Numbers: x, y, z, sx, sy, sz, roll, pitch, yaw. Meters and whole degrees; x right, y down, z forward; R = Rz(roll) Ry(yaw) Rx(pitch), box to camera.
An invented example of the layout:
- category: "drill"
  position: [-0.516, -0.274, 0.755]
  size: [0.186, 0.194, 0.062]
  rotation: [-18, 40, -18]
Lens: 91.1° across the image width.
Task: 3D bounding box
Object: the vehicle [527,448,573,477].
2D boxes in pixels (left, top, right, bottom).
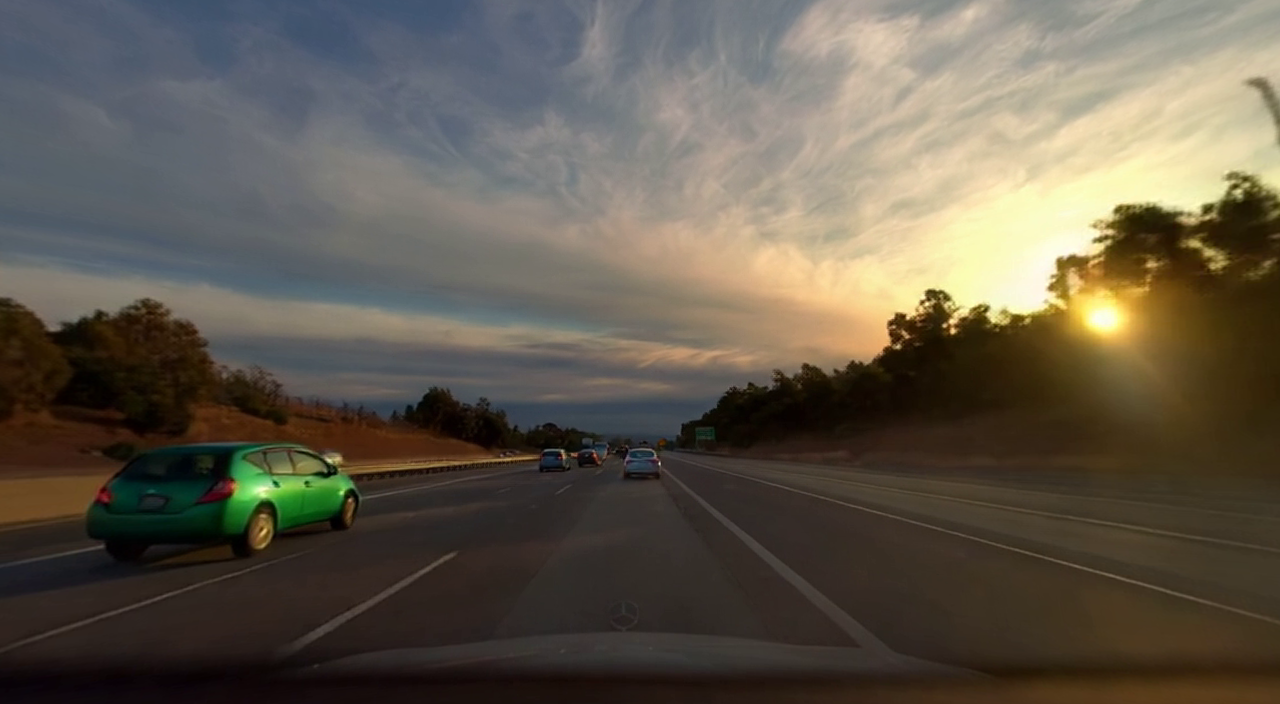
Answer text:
- category: "vehicle"
  position: [-4.916, 6.112, 34.885]
  size: [1.892, 1.481, 4.180]
  rotation: [0, -9, 0]

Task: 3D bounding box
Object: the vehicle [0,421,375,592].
- category: "vehicle"
  position: [-5.429, 1.813, 8.182]
  size: [2.058, 1.626, 4.118]
  rotation: [0, -9, 1]

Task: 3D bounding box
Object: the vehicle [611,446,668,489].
- category: "vehicle"
  position: [-0.029, 4.272, 23.489]
  size: [1.940, 1.451, 3.512]
  rotation: [0, -9, 0]
